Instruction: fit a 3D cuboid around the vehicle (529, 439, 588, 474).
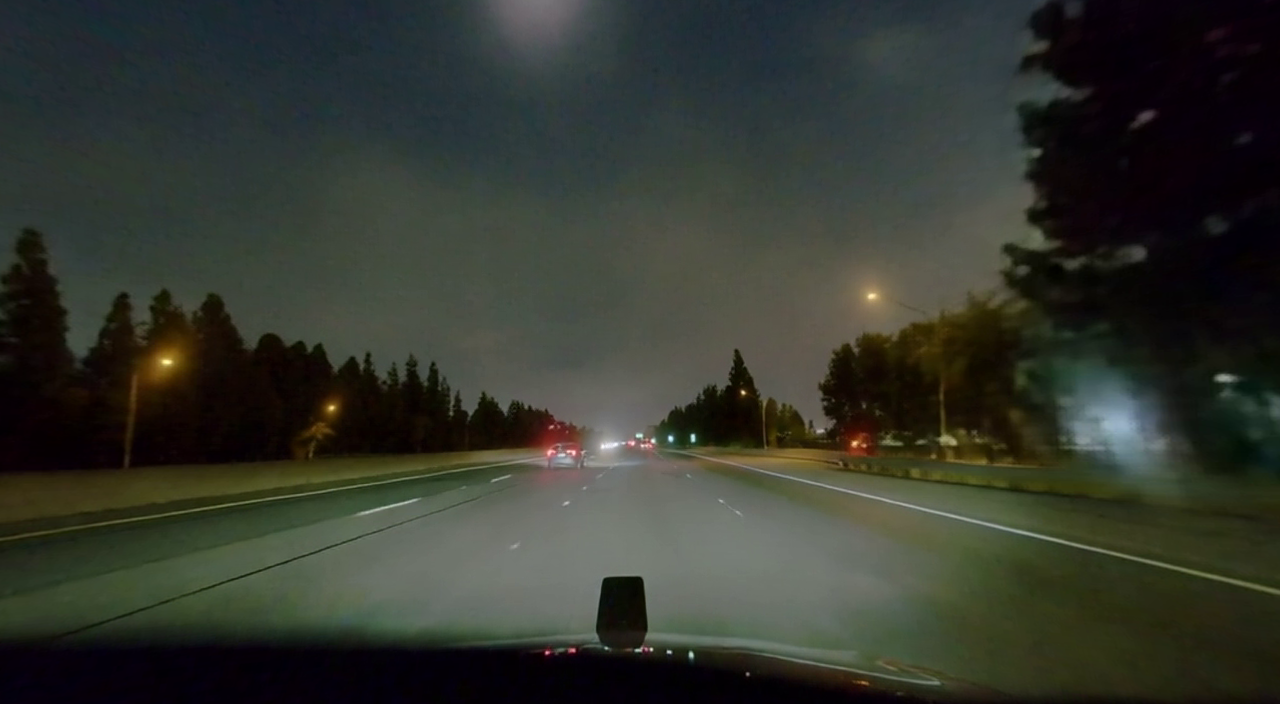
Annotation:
[{"bbox_3d":[-3.657,4.776,29.063,2.128,1.450,4.078,0,-8,1],"label":"vehicle"}]
